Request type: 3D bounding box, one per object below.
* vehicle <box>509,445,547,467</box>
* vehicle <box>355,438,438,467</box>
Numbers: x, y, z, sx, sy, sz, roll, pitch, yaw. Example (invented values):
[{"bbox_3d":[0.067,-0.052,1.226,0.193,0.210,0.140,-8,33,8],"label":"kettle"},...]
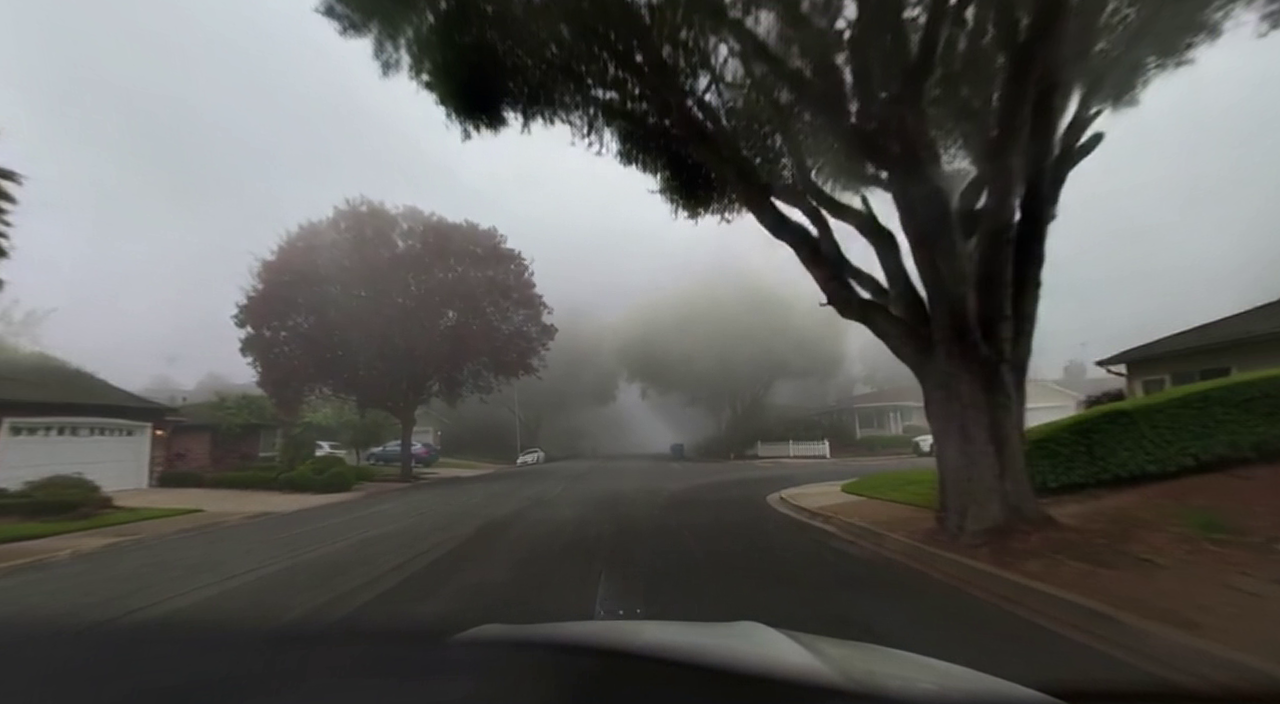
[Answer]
[{"bbox_3d":[-8.231,7.667,46.749,2.040,1.525,5.212,0,-9,-2],"label":"vehicle"},{"bbox_3d":[-16.068,6.658,41.724,4.683,1.849,2.044,1,-9,-4],"label":"vehicle"}]
